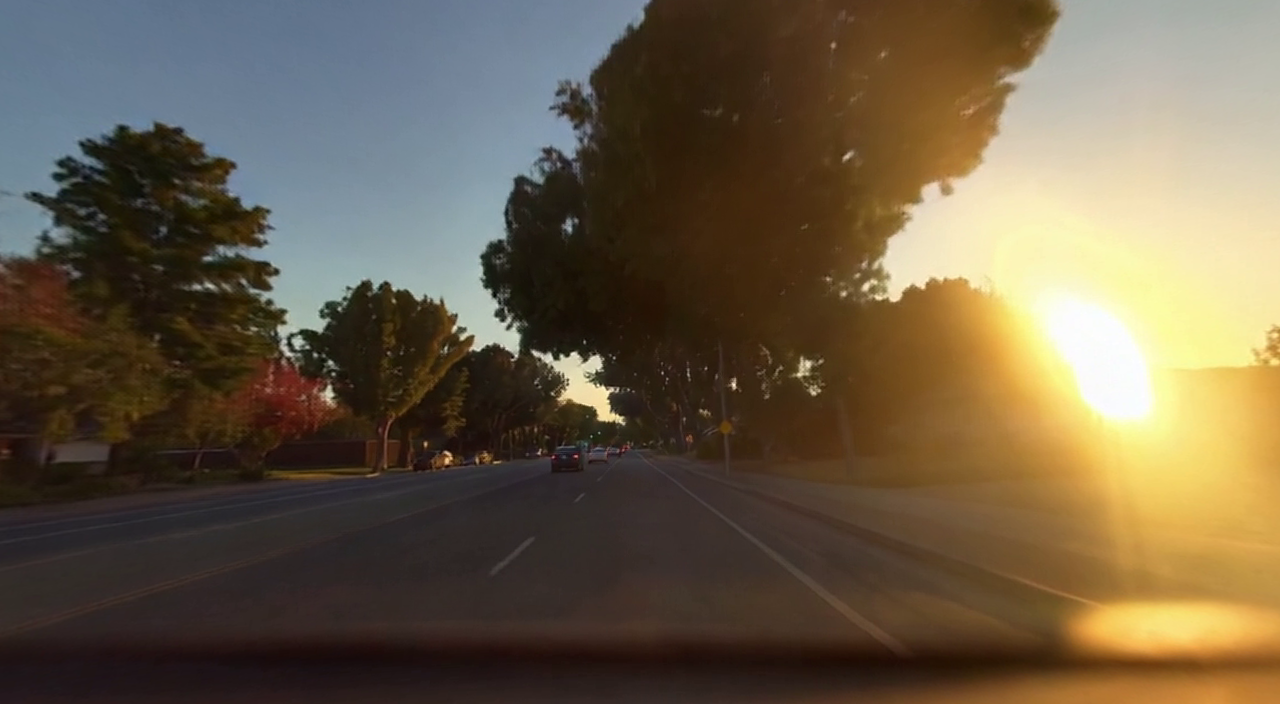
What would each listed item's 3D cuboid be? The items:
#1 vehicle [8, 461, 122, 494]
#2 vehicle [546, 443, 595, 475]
[{"bbox_3d":[-28.673,6.251,31.605,3.814,1.512,1.948,0,-8,2],"label":"vehicle"},{"bbox_3d":[-3.459,5.406,32.087,2.030,1.467,4.251,0,-9,-1],"label":"vehicle"}]
